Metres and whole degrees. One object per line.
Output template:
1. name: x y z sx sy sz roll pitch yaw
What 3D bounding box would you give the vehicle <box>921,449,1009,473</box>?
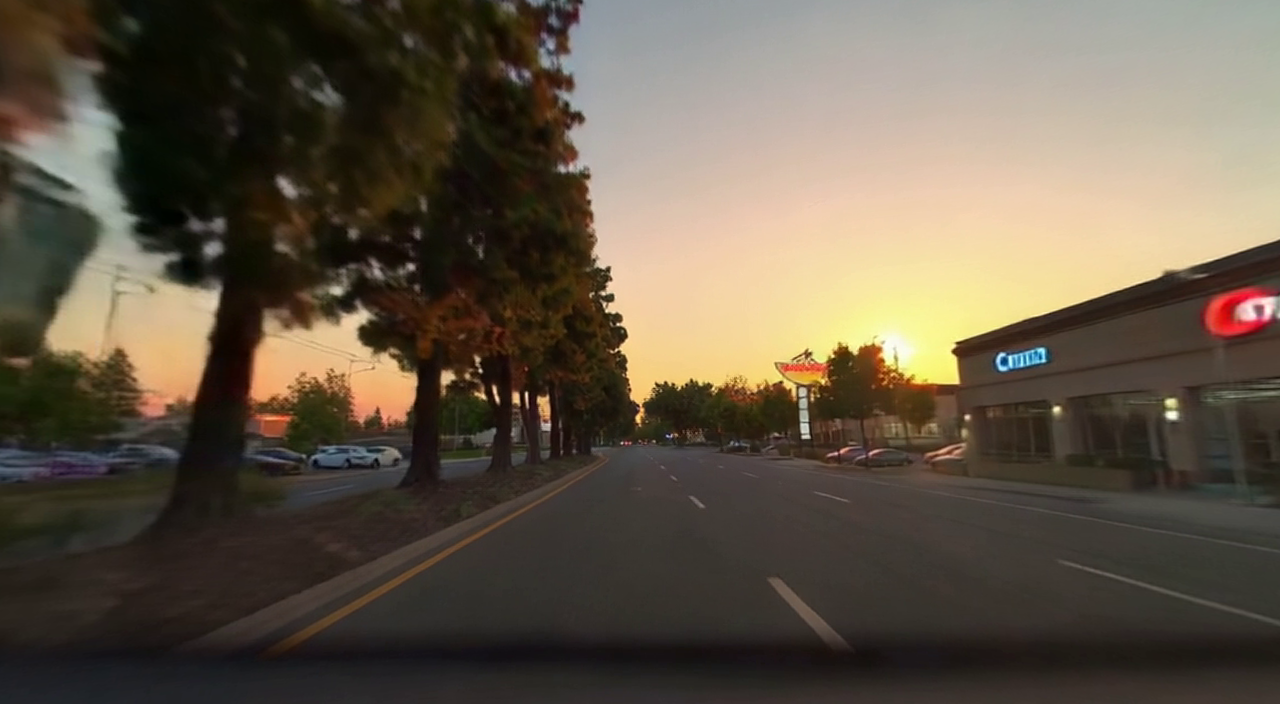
1. vehicle: 20.705 6.940 40.374 4.500 1.456 1.962 -1 -8 2
